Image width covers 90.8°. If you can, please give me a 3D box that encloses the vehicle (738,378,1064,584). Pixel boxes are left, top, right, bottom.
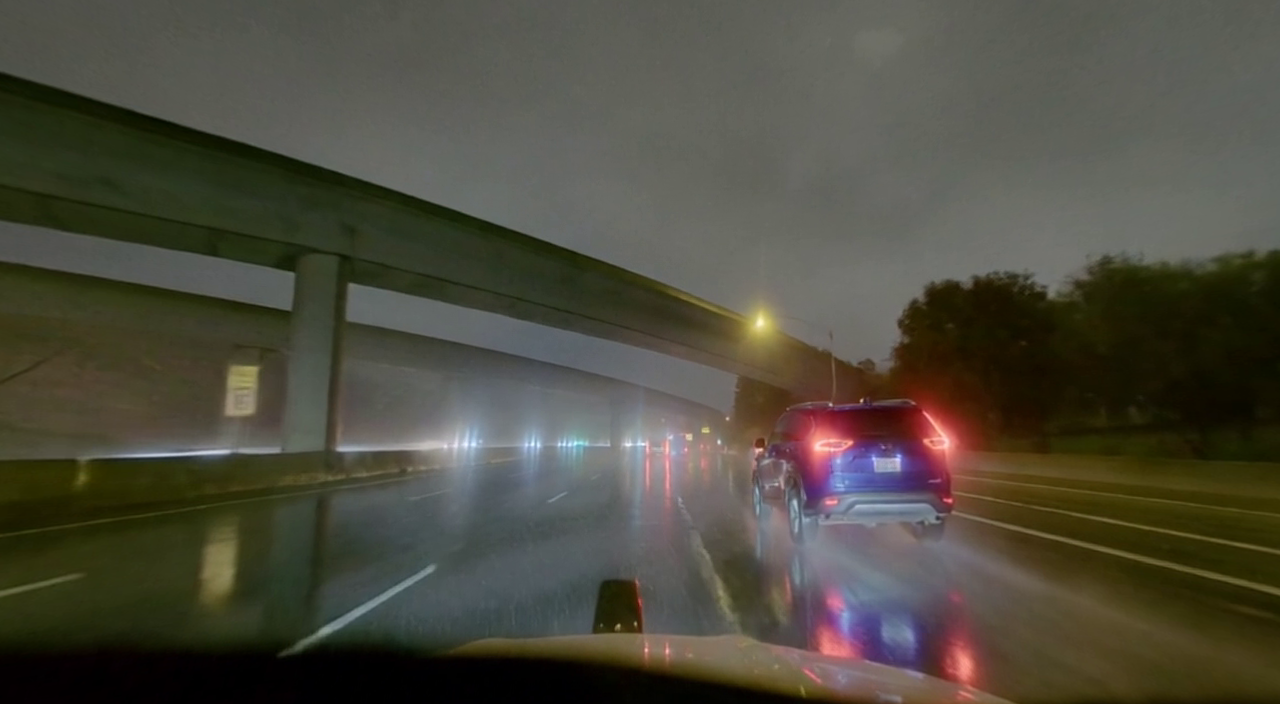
[{"bbox_3d":[2.869,1.588,8.539,2.155,1.918,4.945,0,-9,-1],"label":"vehicle"}]

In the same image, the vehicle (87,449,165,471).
[{"bbox_3d":[-38.179,8.026,47.099,1.831,1.480,4.817,0,-9,-2],"label":"vehicle"}]
